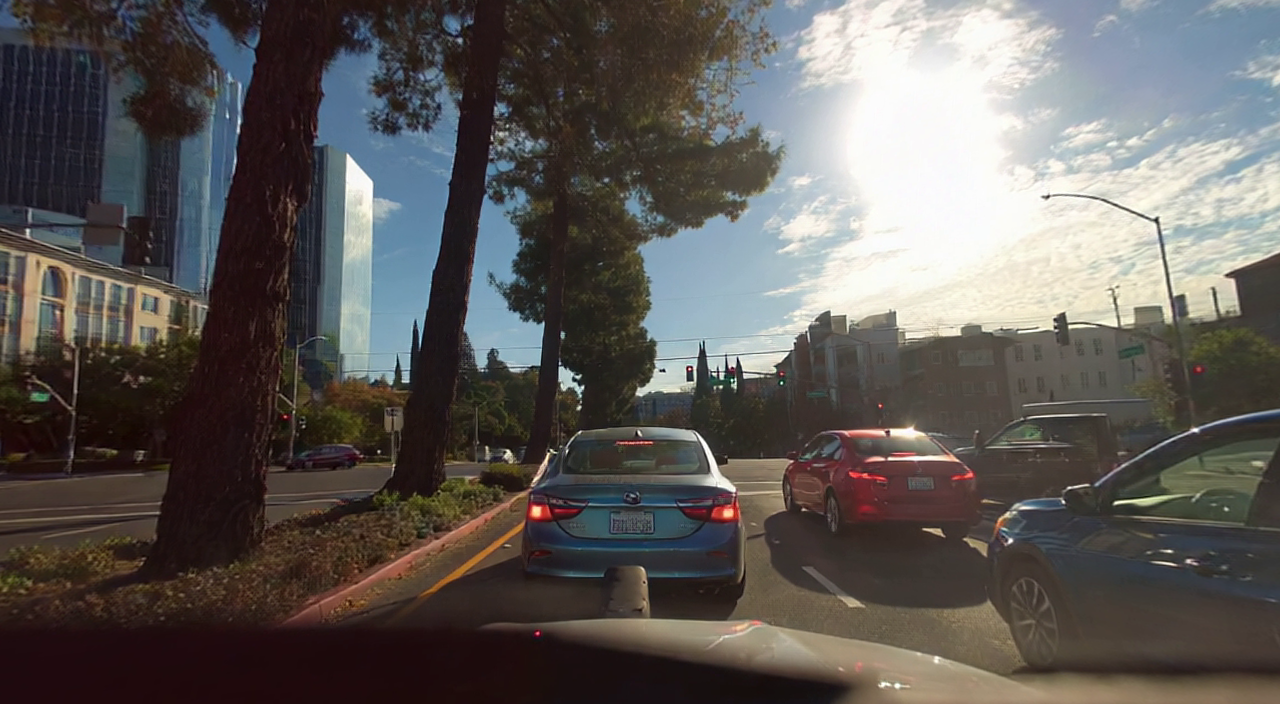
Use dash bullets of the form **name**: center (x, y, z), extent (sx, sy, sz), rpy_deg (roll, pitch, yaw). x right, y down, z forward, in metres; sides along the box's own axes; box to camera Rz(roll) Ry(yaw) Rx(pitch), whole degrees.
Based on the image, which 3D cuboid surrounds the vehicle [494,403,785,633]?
- **vehicle**: center (-0.019, 1.478, 6.500), extent (2.074, 1.631, 3.793), rpy_deg (0, -9, -1)

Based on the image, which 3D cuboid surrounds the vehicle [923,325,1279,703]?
- **vehicle**: center (3.723, 0.934, 3.428), extent (2.162, 1.829, 4.519), rpy_deg (0, -9, -1)

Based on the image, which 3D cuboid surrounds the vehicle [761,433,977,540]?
- **vehicle**: center (3.692, 2.259, 11.300), extent (2.054, 1.482, 4.654), rpy_deg (0, -9, -1)
